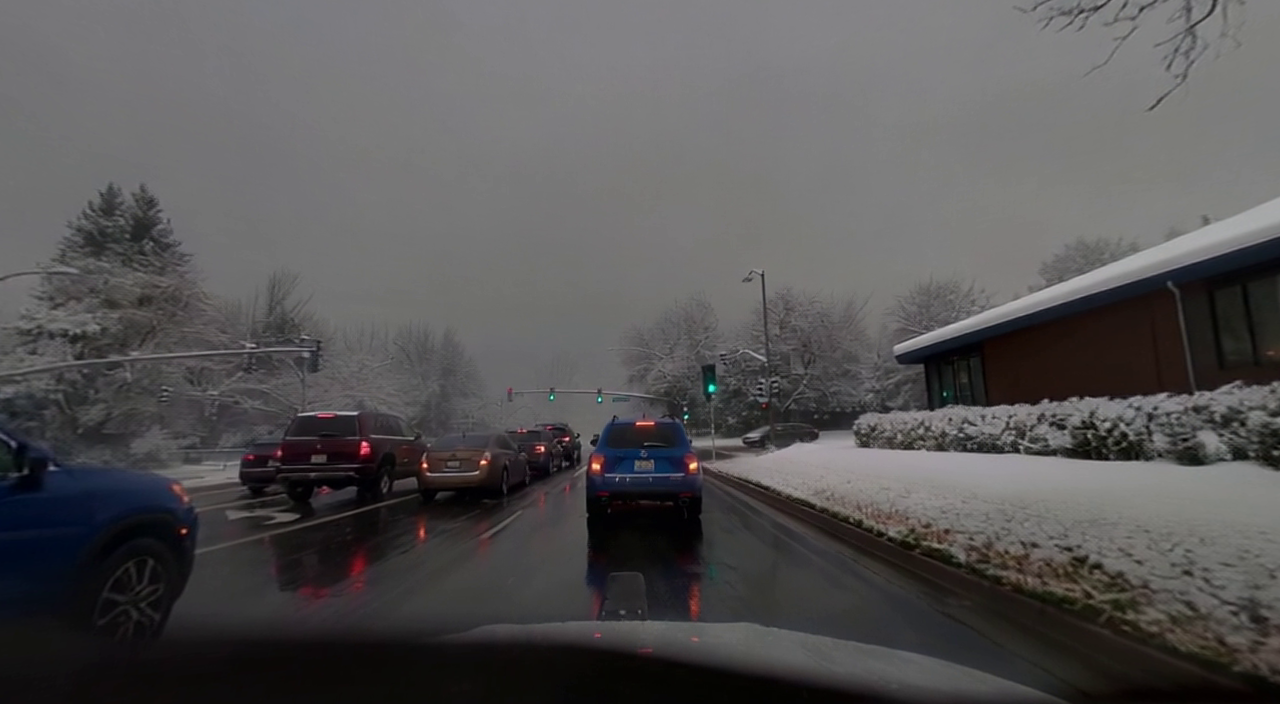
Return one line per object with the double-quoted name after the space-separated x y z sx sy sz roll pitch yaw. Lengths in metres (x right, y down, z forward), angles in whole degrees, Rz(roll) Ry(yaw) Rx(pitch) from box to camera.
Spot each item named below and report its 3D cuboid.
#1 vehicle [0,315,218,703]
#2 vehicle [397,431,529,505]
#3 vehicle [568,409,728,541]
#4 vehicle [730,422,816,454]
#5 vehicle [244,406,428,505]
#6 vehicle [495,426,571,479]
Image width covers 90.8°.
-4.067 0.645 1.917 2.088 1.947 5.119 0 -9 -1 "vehicle"
-4.052 2.726 15.244 1.942 1.523 4.212 0 -9 0 "vehicle"
0.090 1.913 10.377 2.055 1.681 4.270 0 -9 0 "vehicle"
8.536 5.593 40.846 5.152 2.001 2.060 -1 -9 4 "vehicle"
-7.400 2.602 16.187 2.195 2.093 5.185 0 -9 -1 "vehicle"
-3.918 3.784 23.989 2.043 1.813 4.549 0 -9 0 "vehicle"
